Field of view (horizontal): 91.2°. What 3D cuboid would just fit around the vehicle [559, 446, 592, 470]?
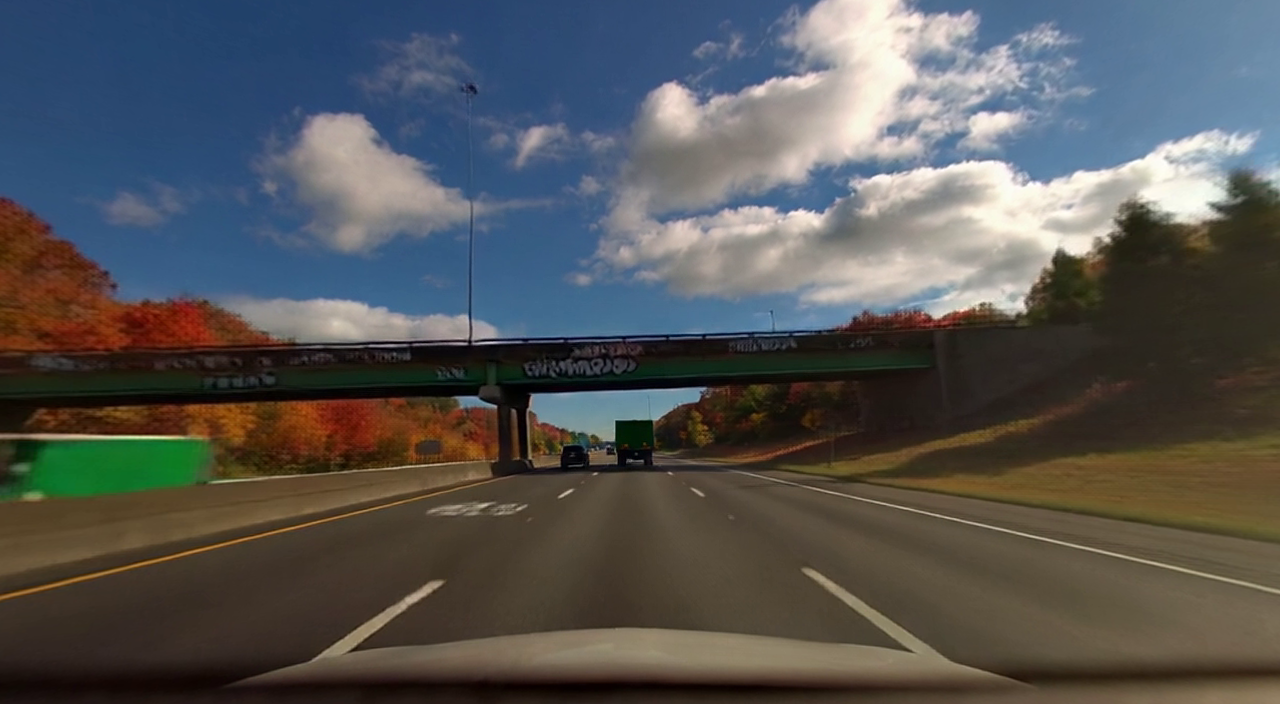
[{"bbox_3d":[-4.359,7.210,42.683,1.892,1.529,3.996,0,-9,-1],"label":"vehicle"}]

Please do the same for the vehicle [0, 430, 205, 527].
[{"bbox_3d":[-17.592,3.793,19.581,2.564,2.452,7.489,0,-9,0],"label":"vehicle"}]
